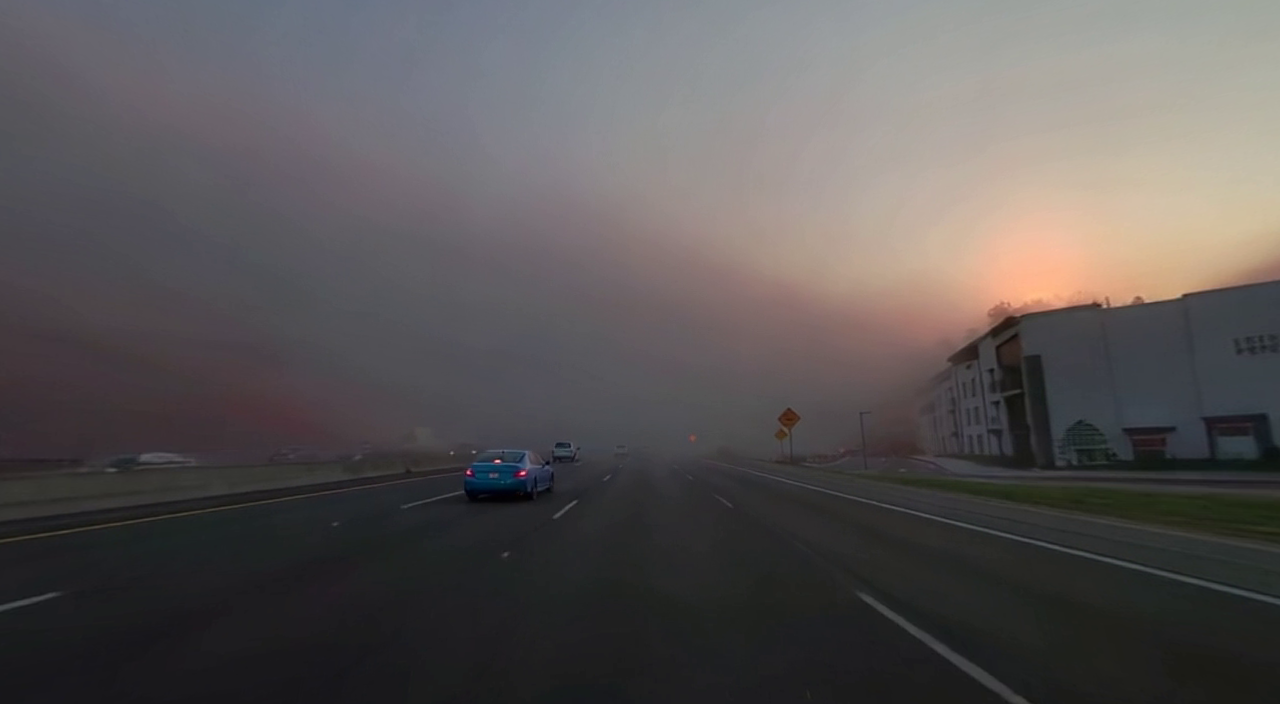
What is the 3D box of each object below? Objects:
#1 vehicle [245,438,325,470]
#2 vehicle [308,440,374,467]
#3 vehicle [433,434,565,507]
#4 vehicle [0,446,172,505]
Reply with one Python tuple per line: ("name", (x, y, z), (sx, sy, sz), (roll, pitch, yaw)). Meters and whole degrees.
("vehicle", (-23.915, 6.913, 42.775), (2.198, 2.010, 5.484), (0, -9, 1))
("vehicle", (-20.232, 6.886, 42.920), (2.045, 1.748, 4.757), (0, -9, 1))
("vehicle", (-3.371, 2.960, 16.280), (2.144, 1.565, 4.951), (0, -9, 1))
("vehicle", (-16.802, 3.550, 18.672), (1.980, 1.500, 4.894), (0, -9, 2))
